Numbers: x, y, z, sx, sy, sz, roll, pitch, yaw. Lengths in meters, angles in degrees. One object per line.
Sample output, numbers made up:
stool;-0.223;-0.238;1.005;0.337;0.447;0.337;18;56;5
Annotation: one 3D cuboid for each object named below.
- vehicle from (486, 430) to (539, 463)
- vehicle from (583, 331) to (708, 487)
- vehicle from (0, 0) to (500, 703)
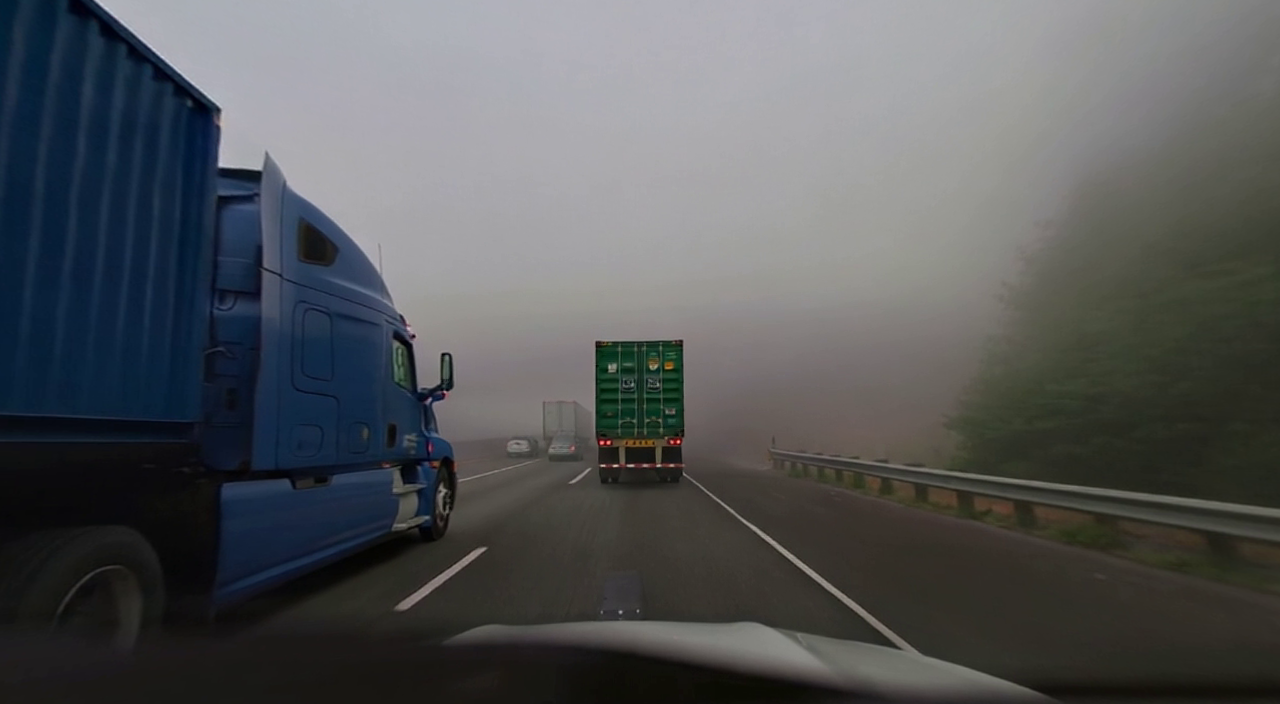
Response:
vehicle;-7.237;5.442;36.405;2.163;1.772;4.244;-1;-8;0
vehicle;0.032;2.047;20.906;3.357;4.212;7.519;0;-8;-2
vehicle;-3.726;0.185;6.074;3.187;3.949;6.963;-1;-8;0
